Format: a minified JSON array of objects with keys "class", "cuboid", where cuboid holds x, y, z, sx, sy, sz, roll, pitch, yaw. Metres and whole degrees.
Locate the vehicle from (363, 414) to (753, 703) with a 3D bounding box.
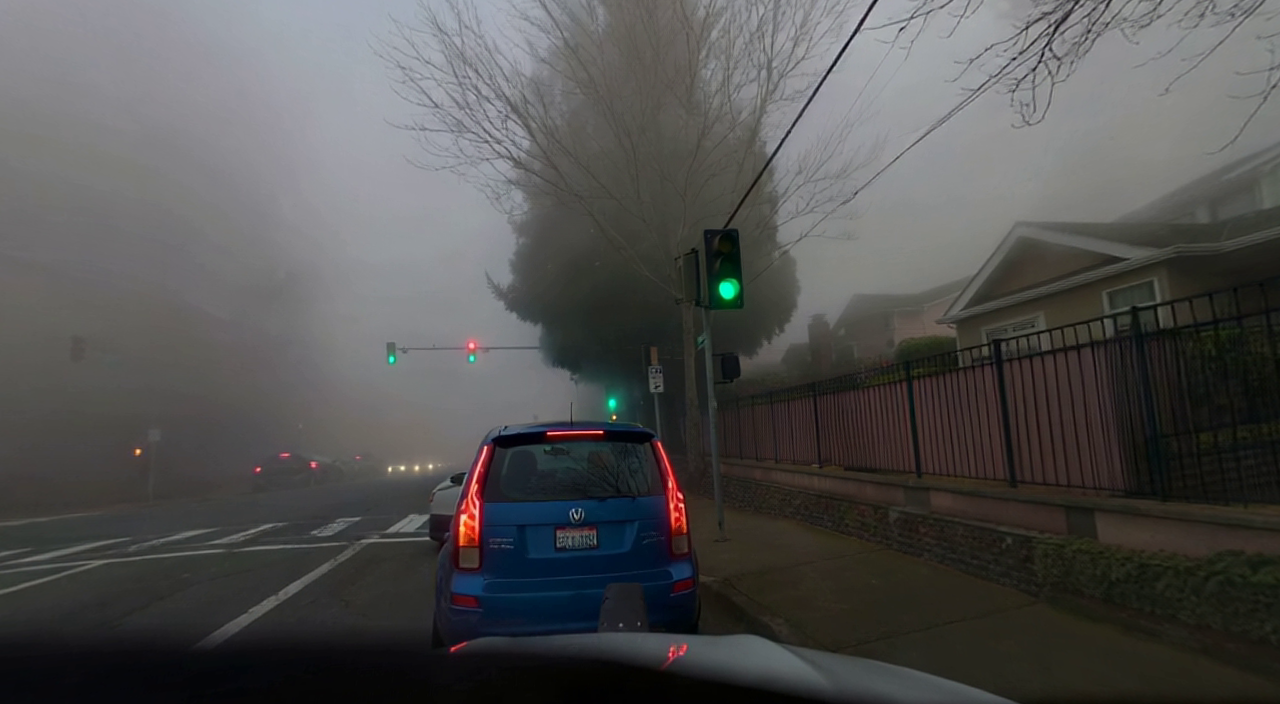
[{"class":"vehicle","cuboid":[-0.680,1.362,5.216,2.024,1.502,3.702,1,-9,-9]}]
